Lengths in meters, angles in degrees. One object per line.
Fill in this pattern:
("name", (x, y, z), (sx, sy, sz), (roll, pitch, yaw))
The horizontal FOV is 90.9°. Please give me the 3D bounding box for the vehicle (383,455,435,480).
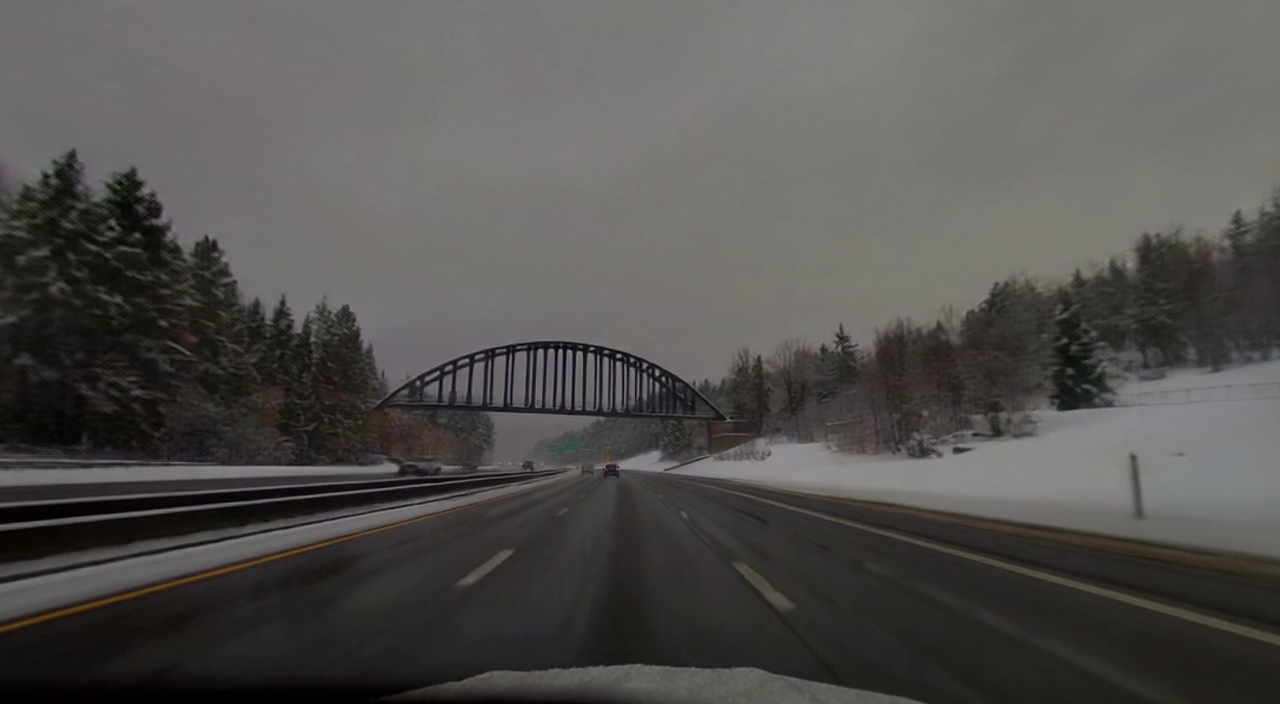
("vehicle", (-17.317, 8.731, 47.537), (2.078, 1.771, 5.233), (1, -10, -2))
